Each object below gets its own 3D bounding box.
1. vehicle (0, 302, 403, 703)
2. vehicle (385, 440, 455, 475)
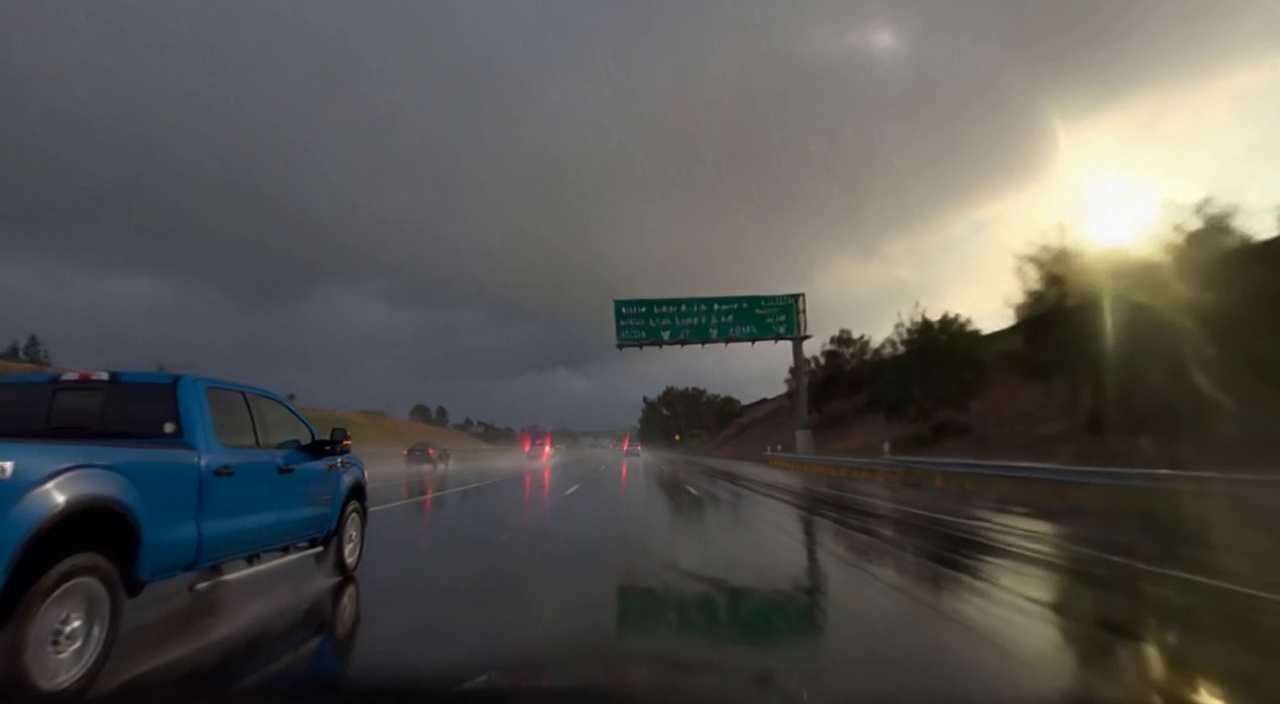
[{"bbox_3d":[-4.239,1.066,4.944,2.339,2.004,6.171,0,-9,0],"label":"vehicle"},{"bbox_3d":[-11.475,5.532,33.196,2.106,1.692,4.458,0,-9,-1],"label":"vehicle"}]
